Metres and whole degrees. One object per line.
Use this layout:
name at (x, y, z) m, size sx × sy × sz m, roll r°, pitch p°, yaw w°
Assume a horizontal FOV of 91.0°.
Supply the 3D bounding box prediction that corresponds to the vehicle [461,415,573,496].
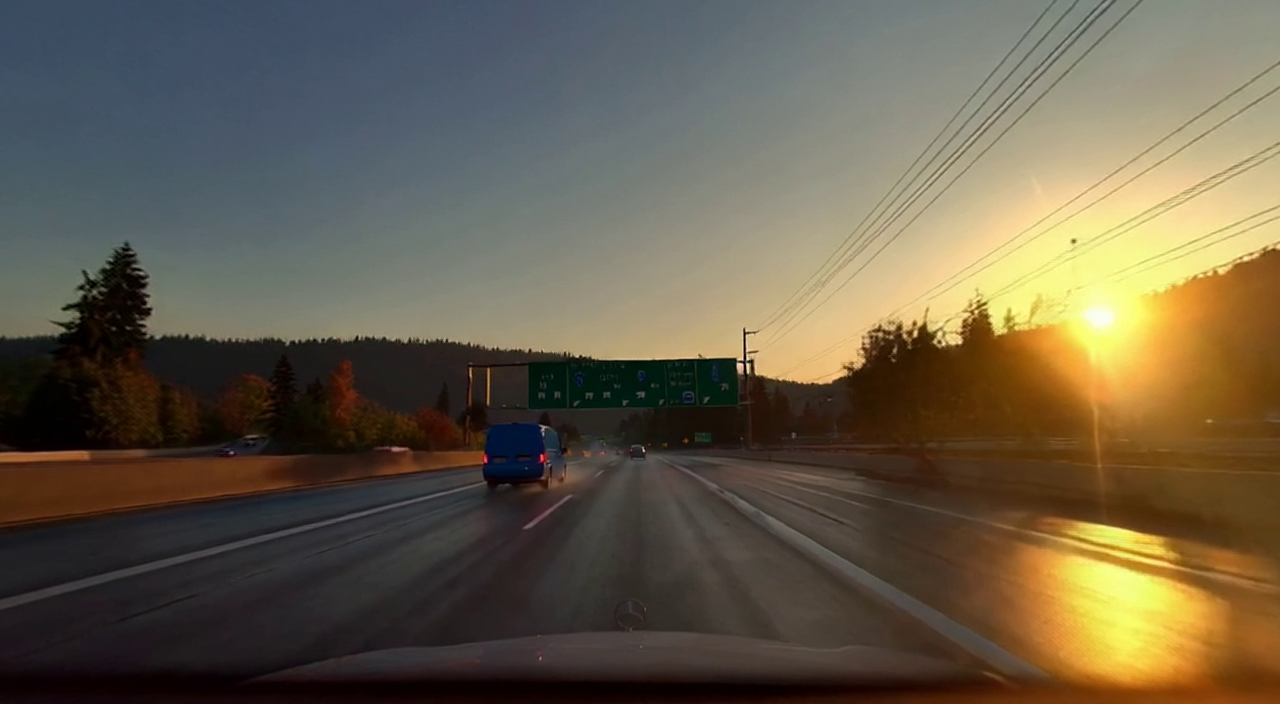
vehicle at (-3.369, 2.953, 18.311) m, size 2.281 × 2.025 × 4.586 m, roll 0°, pitch -8°, yaw 0°
